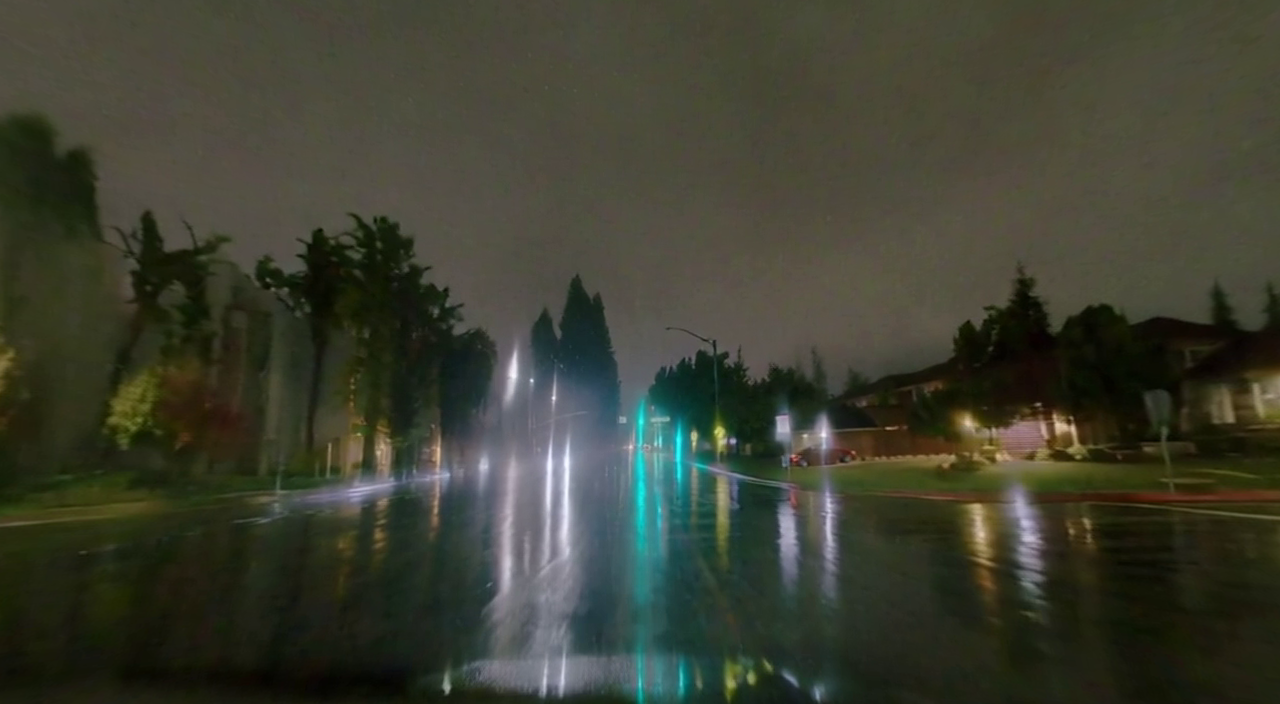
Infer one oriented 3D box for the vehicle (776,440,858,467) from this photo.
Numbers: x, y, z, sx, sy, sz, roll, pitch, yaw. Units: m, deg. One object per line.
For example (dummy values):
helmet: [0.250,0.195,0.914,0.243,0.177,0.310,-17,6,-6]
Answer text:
vehicle: [11.778,6.779,42.278,4.782,1.494,1.963,-3,-9,0]
